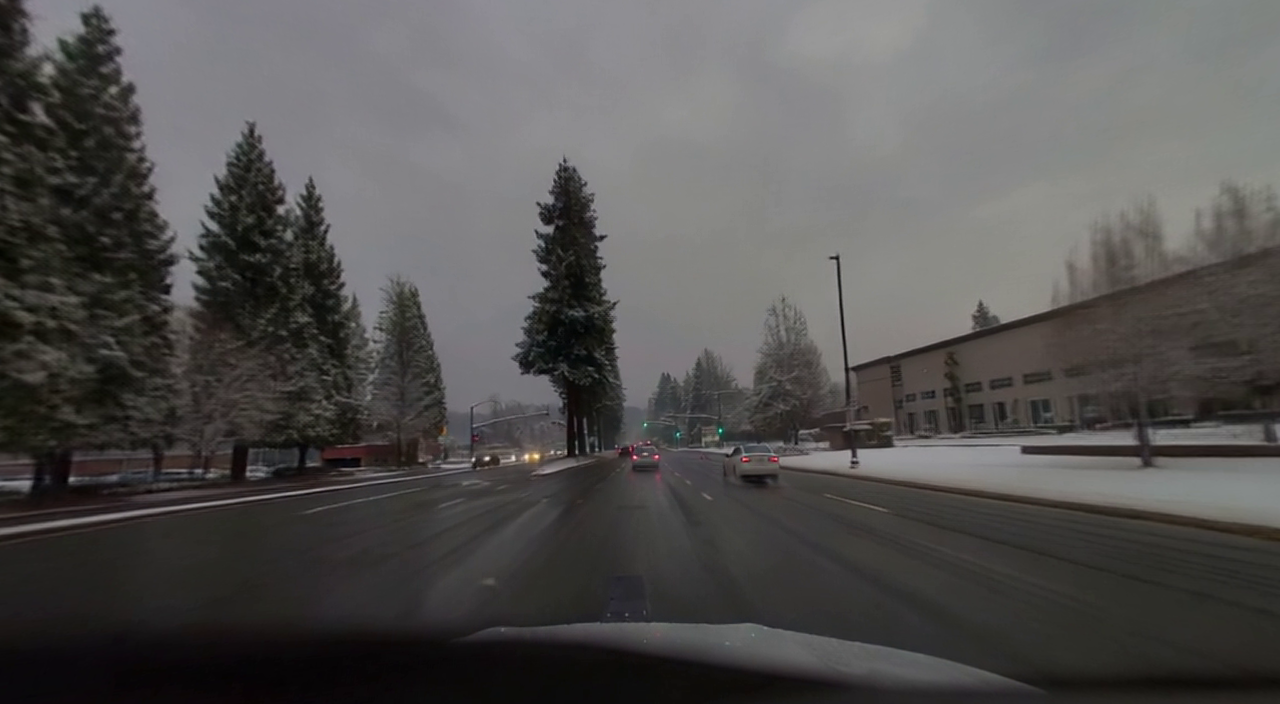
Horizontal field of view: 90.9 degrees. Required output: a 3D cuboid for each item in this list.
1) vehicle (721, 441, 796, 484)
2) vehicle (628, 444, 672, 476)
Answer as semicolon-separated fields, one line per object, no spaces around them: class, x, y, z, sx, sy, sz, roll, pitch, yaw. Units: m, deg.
vehicle;4.458;4.211;24.345;2.067;1.497;4.327;0;-8;0
vehicle;0.504;5.598;32.994;2.144;1.505;4.128;0;-8;0
